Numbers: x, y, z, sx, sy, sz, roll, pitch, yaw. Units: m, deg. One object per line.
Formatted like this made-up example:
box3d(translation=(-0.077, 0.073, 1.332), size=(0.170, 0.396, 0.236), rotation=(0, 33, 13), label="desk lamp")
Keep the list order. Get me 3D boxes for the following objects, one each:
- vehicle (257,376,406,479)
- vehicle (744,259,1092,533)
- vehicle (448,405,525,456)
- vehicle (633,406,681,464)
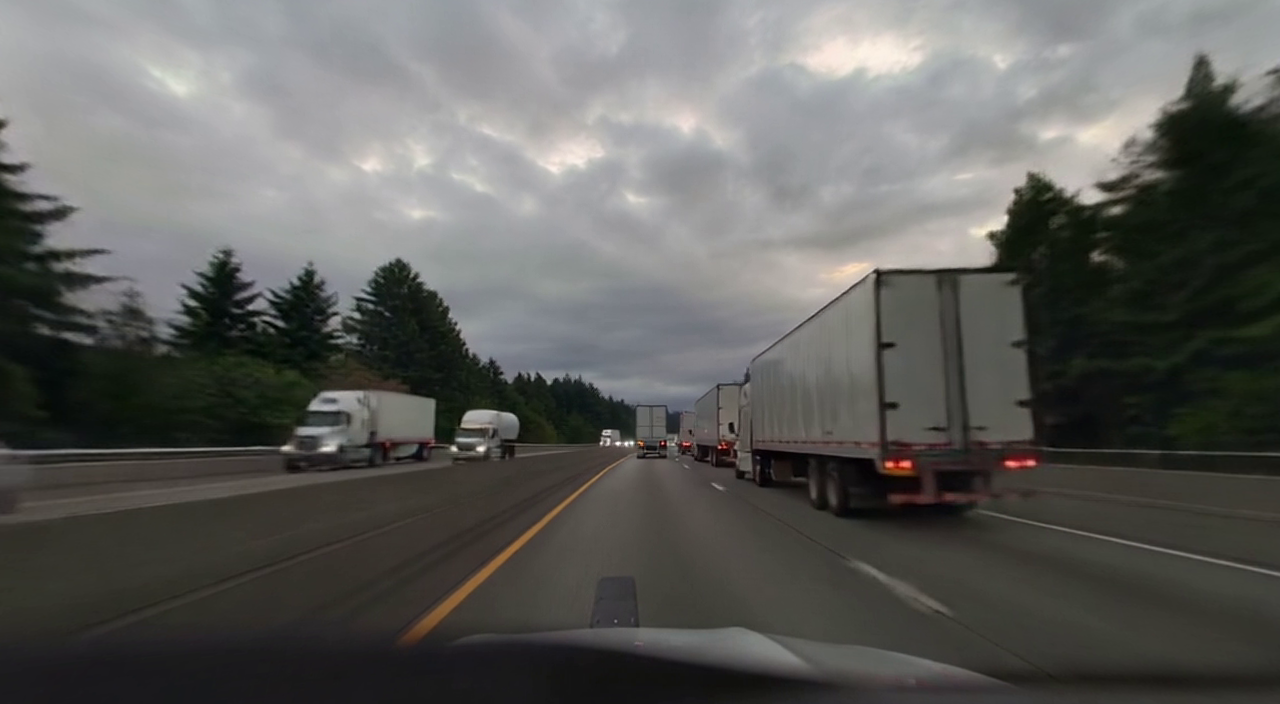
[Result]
box3d(translation=(-13.119, 3.365, 27.654), size=(2.979, 3.945, 6.744), rotation=(-1, -8, 1), label="vehicle")
box3d(translation=(5.108, 1.493, 15.780), size=(2.749, 4.051, 12.981), rotation=(0, -8, 0), label="vehicle")
box3d(translation=(-8.477, 4.499, 35.499), size=(2.515, 2.577, 6.183), rotation=(-1, -8, 3), label="vehicle")
box3d(translation=(1.075, 5.177, 39.136), size=(2.644, 3.247, 7.454), rotation=(-1, -8, 2), label="vehicle")
